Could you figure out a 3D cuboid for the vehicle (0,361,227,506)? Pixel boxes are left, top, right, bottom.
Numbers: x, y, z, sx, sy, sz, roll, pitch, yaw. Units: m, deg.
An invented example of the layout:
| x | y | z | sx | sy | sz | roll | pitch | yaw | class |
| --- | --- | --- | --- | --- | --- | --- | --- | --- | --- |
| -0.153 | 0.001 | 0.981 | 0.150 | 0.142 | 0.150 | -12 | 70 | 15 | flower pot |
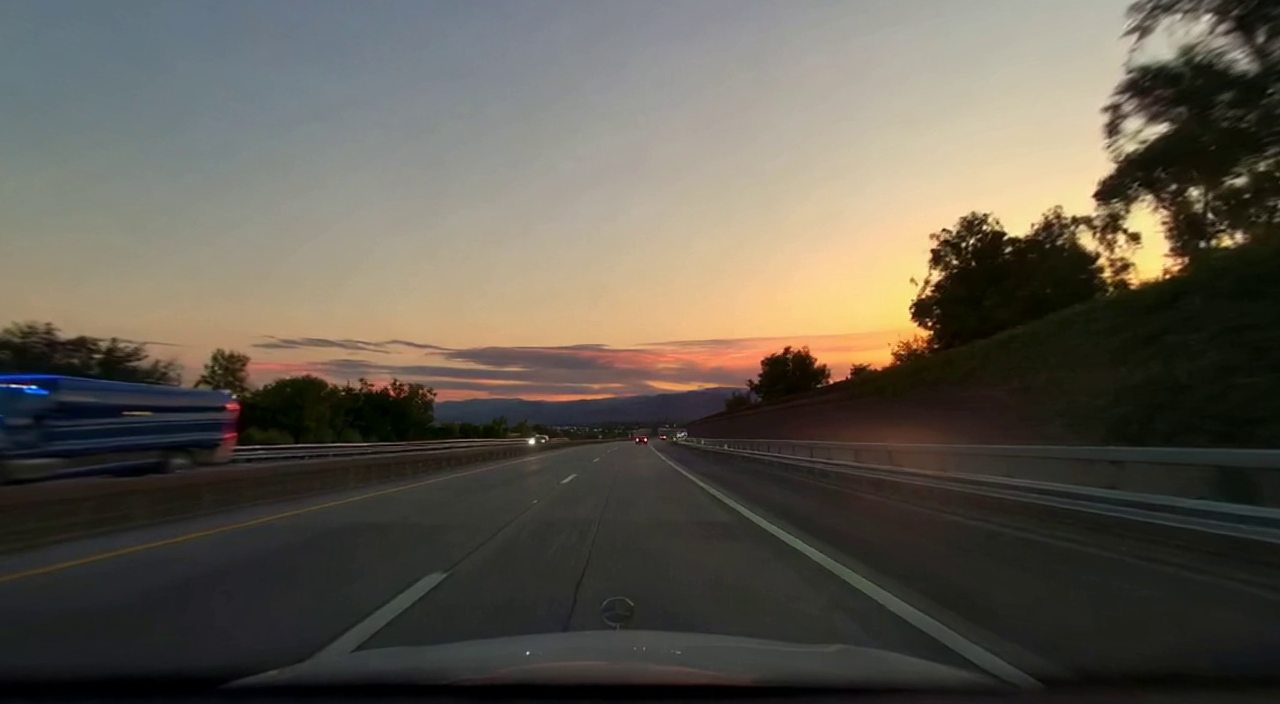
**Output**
| x | y | z | sx | sy | sz | roll | pitch | yaw | class |
| --- | --- | --- | --- | --- | --- | --- | --- | --- | --- |
| -16.363 | 2.446 | 18.804 | 2.782 | 3.438 | 7.770 | 0 | -8 | -2 | vehicle |
